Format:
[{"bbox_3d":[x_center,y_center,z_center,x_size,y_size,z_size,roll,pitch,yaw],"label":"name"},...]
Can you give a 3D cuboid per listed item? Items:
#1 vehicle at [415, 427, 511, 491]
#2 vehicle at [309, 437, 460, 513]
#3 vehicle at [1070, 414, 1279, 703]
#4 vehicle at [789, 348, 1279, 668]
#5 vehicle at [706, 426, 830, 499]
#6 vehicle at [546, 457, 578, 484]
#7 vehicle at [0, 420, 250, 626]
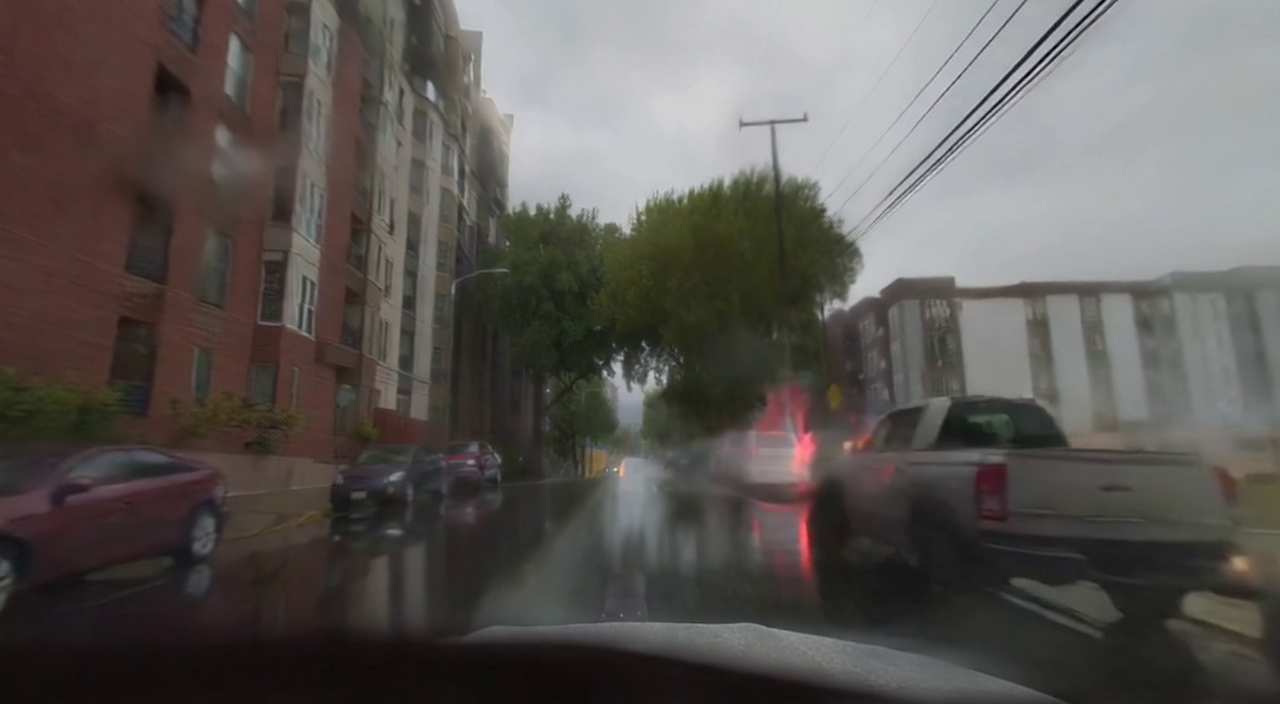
[{"bbox_3d":[-6.120,3.845,22.545,2.076,1.913,5.060,-2,-10,-1],"label":"vehicle"},{"bbox_3d":[-6.355,3.075,16.365,2.069,1.647,4.359,-1,-8,0],"label":"vehicle"},{"bbox_3d":[3.592,0.832,1.398,1.925,1.489,4.655,0,-8,-1],"label":"vehicle"},{"bbox_3d":[3.294,1.288,6.416,2.082,1.902,5.122,0,-8,-3],"label":"vehicle"},{"bbox_3d":[3.294,2.965,17.373,2.154,1.699,4.591,0,-8,-4],"label":"vehicle"},{"bbox_3d":[-5.946,9.103,48.777,1.987,1.662,4.141,-2,-7,-1],"label":"vehicle"},{"bbox_3d":[-6.337,1.598,6.427,1.947,1.707,4.352,0,-8,0],"label":"vehicle"}]
